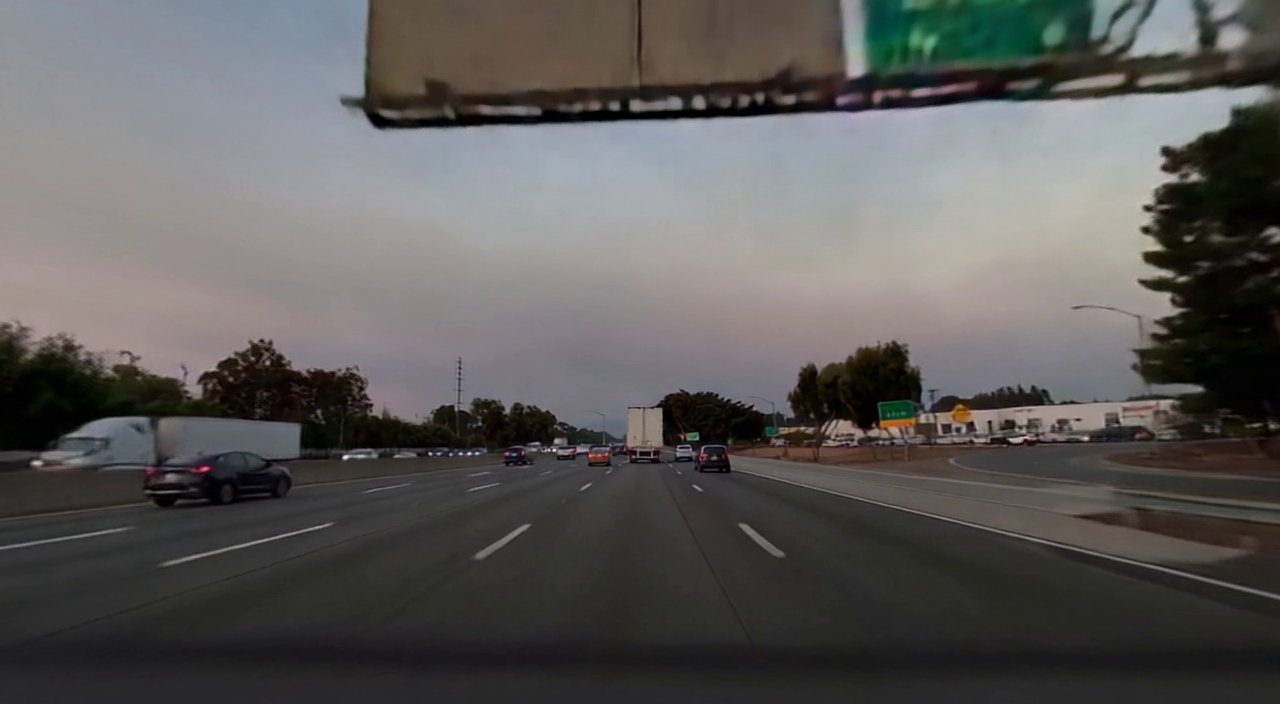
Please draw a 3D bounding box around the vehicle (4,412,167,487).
[{"bbox_3d":[-31.124,5.533,35.835,3.006,3.815,6.541,0,-9,1],"label":"vehicle"}]

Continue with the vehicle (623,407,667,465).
[{"bbox_3d":[0.537,6.515,47.957,3.012,3.928,10.262,0,-9,2],"label":"vehicle"}]

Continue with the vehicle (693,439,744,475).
[{"bbox_3d":[4.016,5.485,33.034,2.107,1.707,4.445,0,-9,0],"label":"vehicle"}]

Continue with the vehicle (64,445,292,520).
[{"bbox_3d":[-10.814,3.045,15.299,2.015,1.521,4.550,0,-9,1],"label":"vehicle"}]
